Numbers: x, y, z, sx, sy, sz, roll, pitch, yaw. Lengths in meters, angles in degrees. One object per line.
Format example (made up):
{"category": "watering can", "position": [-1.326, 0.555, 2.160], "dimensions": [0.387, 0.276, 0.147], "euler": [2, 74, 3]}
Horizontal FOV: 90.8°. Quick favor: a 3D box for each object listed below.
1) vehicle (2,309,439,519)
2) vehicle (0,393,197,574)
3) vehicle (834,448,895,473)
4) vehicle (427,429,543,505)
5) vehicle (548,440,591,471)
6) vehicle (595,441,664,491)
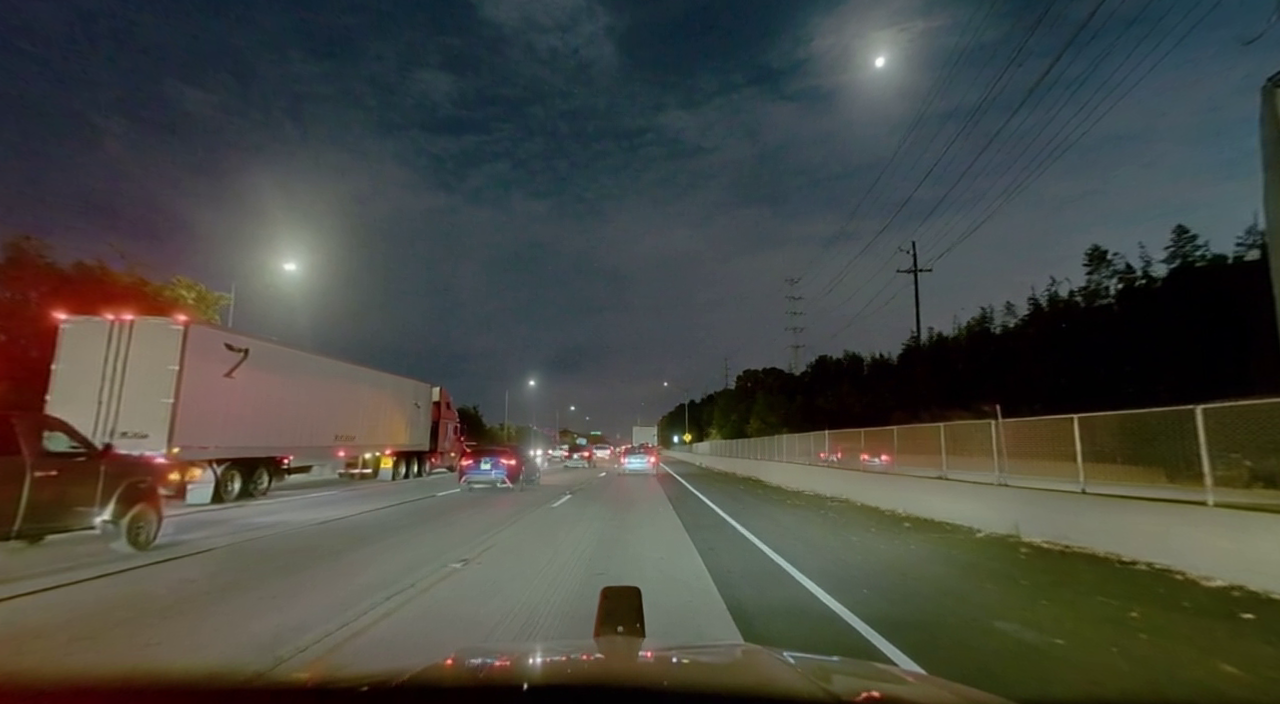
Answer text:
{"category": "vehicle", "position": [-10.658, 2.376, 20.467], "dimensions": [2.892, 4.073, 16.528], "euler": [0, -8, 0]}
{"category": "vehicle", "position": [-7.584, 1.382, 6.682], "dimensions": [2.054, 1.825, 5.072], "euler": [0, -9, 0]}
{"category": "vehicle", "position": [14.103, 6.808, 39.945], "dimensions": [2.027, 1.478, 4.849], "euler": [0, -9, -1]}
{"category": "vehicle", "position": [-3.882, 2.943, 16.632], "dimensions": [1.923, 1.716, 4.289], "euler": [0, -9, 0]}
{"category": "vehicle", "position": [-4.060, 6.089, 37.276], "dimensions": [1.976, 1.705, 4.176], "euler": [0, -8, 1]}
{"category": "vehicle", "position": [-0.346, 3.691, 20.862], "dimensions": [2.089, 1.477, 3.818], "euler": [0, -9, -1]}
